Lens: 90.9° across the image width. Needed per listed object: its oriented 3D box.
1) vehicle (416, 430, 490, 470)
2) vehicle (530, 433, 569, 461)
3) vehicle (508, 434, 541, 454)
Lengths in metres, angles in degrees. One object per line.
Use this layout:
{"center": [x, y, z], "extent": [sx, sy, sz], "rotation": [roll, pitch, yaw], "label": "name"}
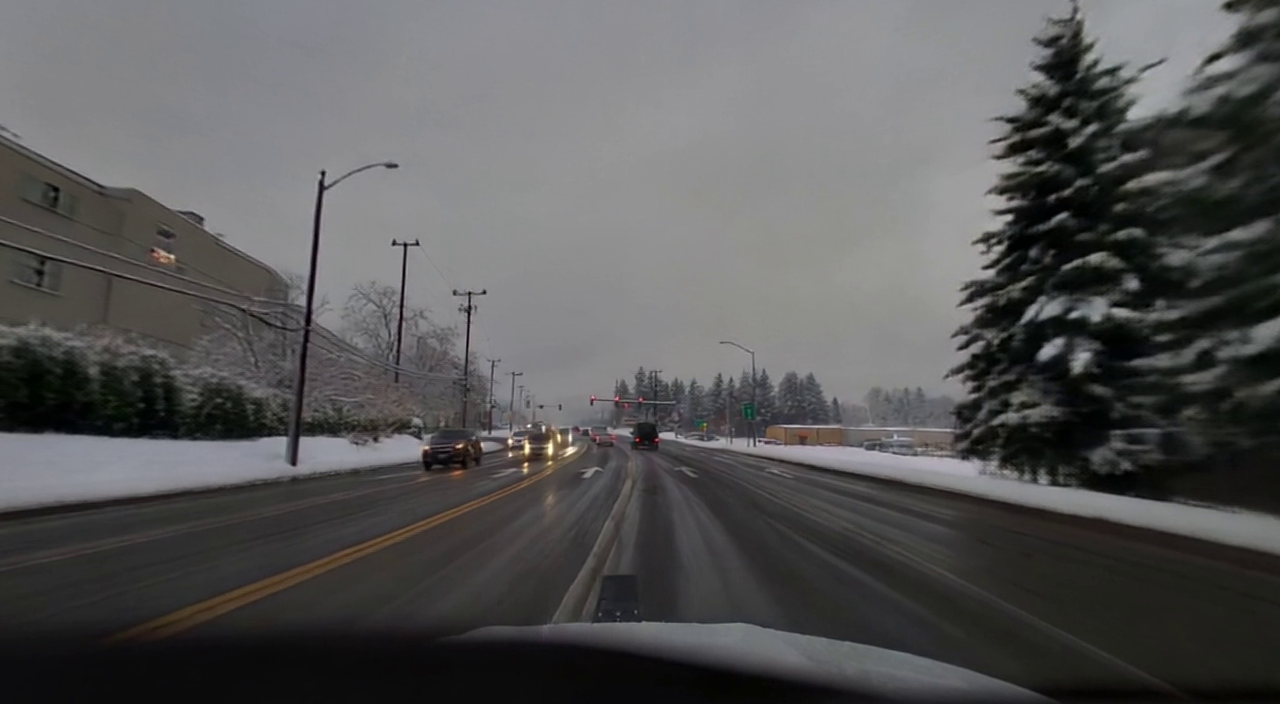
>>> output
{"center": [-7.828, 4.121, 26.748], "extent": [1.957, 1.588, 3.965], "rotation": [0, -8, -1], "label": "vehicle"}
{"center": [-5.129, 5.400, 36.002], "extent": [1.727, 1.519, 3.805], "rotation": [0, -8, -1], "label": "vehicle"}
{"center": [-8.889, 7.135, 48.868], "extent": [1.922, 1.489, 3.939], "rotation": [0, -8, -2], "label": "vehicle"}
